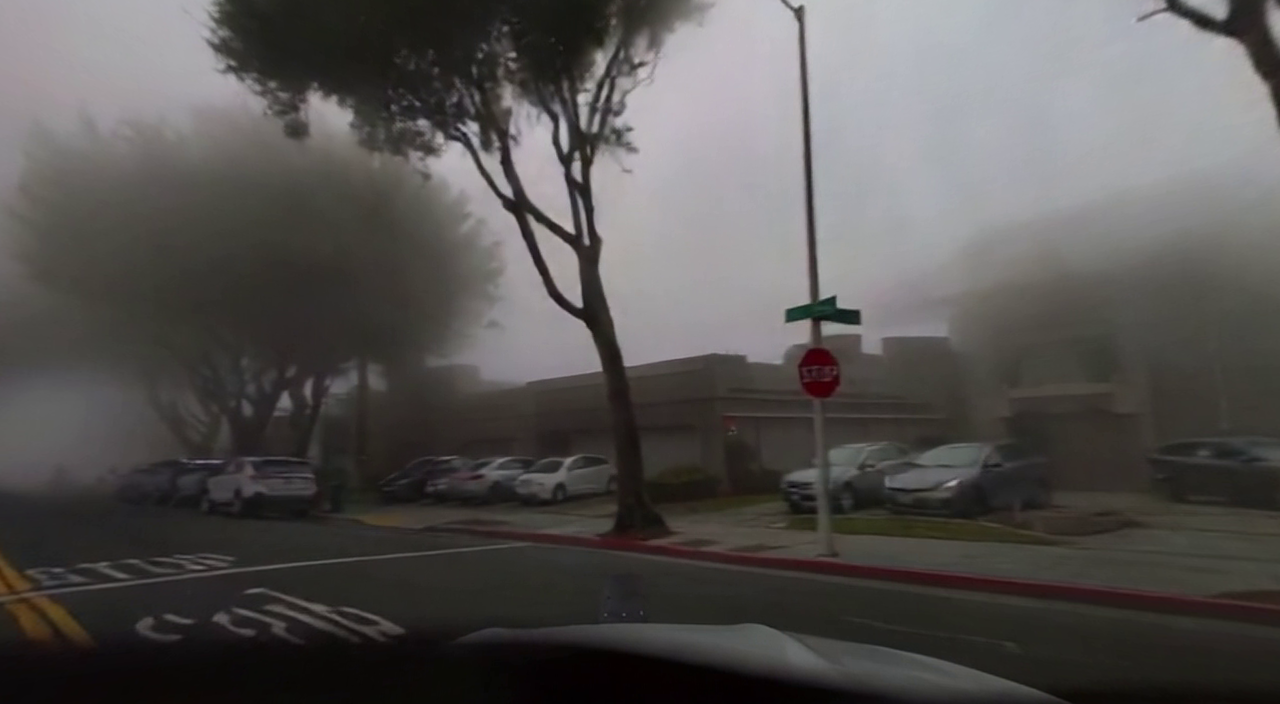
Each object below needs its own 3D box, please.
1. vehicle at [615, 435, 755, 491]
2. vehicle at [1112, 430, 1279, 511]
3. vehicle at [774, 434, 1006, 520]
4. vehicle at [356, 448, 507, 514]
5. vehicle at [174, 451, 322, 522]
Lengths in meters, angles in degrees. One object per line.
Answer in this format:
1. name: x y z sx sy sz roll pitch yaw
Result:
1. vehicle: 2.713 7.151 41.061 9.384 3.230 2.928 -8 -12 43
2. vehicle: 16.110 3.066 16.555 5.798 1.920 2.267 1 -9 -8
3. vehicle: 5.906 2.938 15.275 4.778 1.753 1.959 -8 -12 41
4. vehicle: -7.723 4.556 22.898 6.027 1.893 2.282 -6 -9 39
5. vehicle: -12.945 4.244 20.557 5.853 1.974 2.292 -8 -12 40
